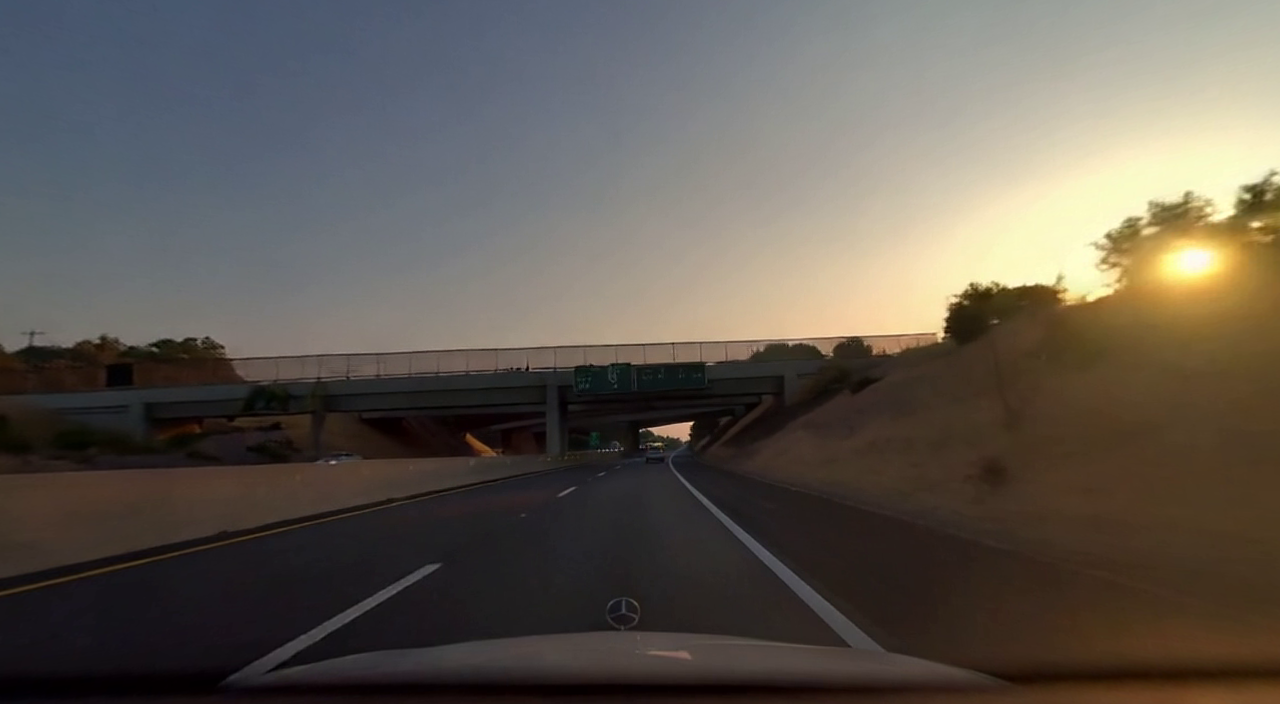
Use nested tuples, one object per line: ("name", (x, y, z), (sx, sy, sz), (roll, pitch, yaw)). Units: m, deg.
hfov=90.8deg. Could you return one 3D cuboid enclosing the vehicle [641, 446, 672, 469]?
("vehicle", (1.272, 7.867, 47.295), (2.221, 1.603, 4.149), (-1, -9, 2))
